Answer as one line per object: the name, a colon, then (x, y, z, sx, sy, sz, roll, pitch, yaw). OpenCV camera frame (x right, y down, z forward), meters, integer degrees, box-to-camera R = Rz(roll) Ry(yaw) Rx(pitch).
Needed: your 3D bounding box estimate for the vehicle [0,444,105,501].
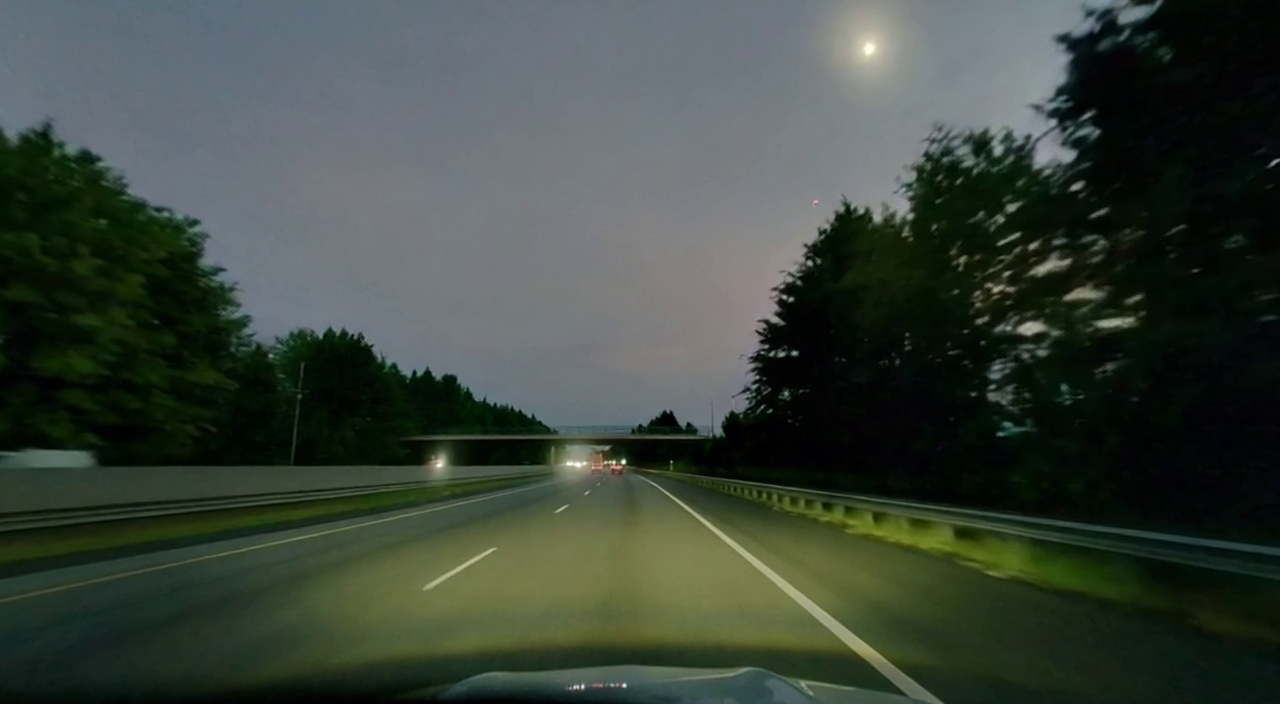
vehicle: (-18.076, 3.361, 17.659, 2.080, 1.488, 4.621, 1, -11, 0)
